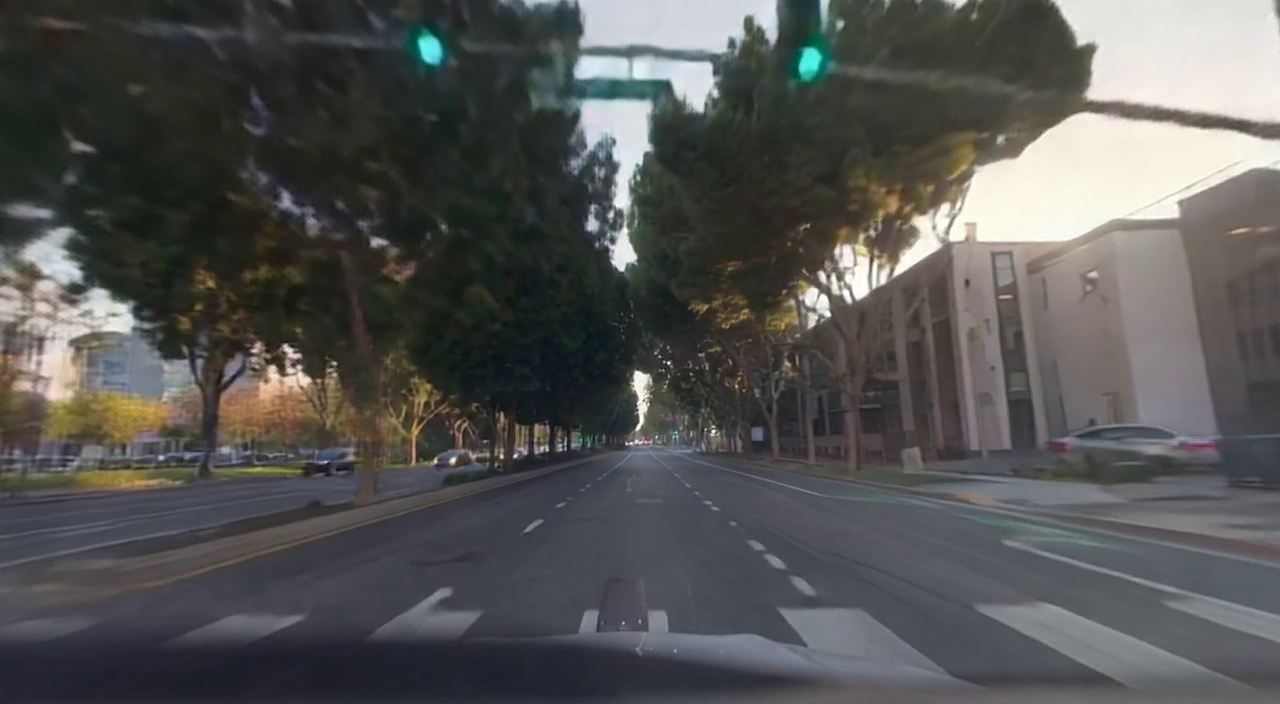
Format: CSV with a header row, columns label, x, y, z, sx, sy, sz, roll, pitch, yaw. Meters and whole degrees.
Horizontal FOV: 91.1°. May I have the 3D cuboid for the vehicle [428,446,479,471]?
label,x,y,z,sx,sy,sz,roll,pitch,yaw
vehicle,-11.547,6.598,39.131,1.712,1.459,4.614,-1,-8,1

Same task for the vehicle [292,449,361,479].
label,x,y,z,sx,sy,sz,roll,pitch,yaw
vehicle,-18.091,6.456,36.495,1.816,1.527,4.226,0,-8,0
